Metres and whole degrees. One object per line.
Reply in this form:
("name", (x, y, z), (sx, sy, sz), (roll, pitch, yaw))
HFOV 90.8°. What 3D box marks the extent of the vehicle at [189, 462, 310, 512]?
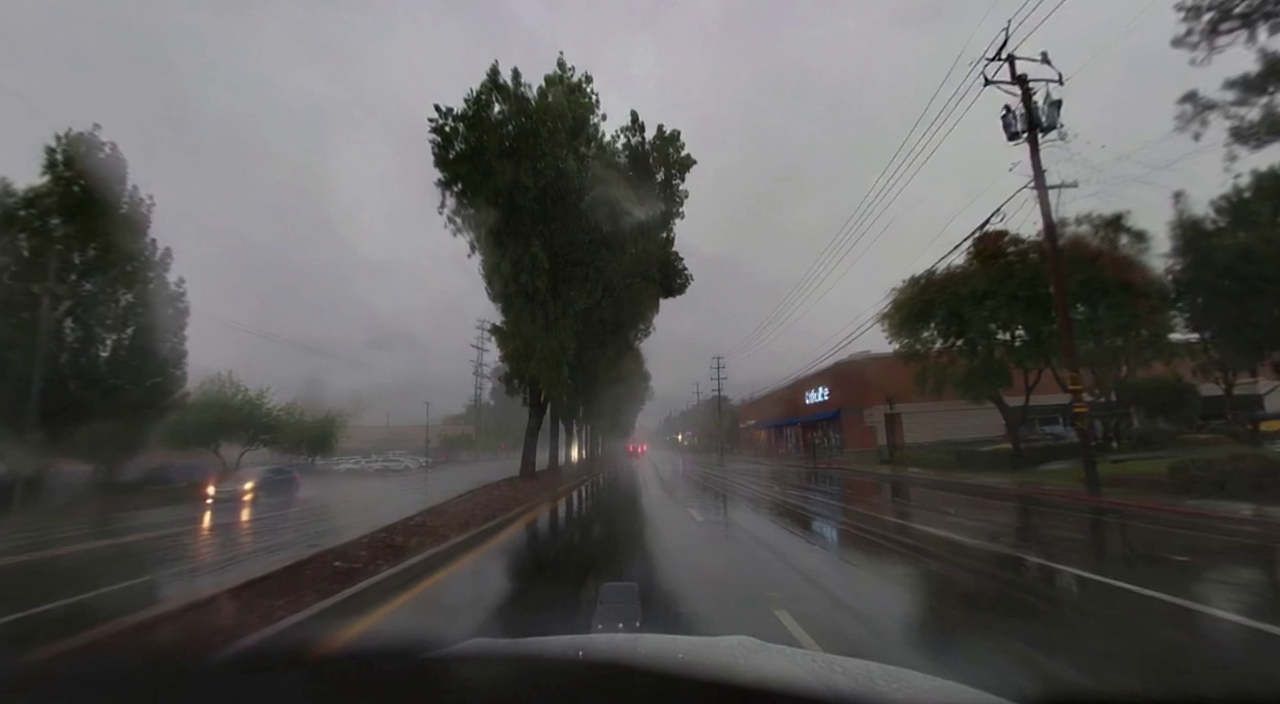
("vehicle", (-15.415, 5.304, 25.268), (2.012, 1.671, 4.380), (0, -9, 0))
